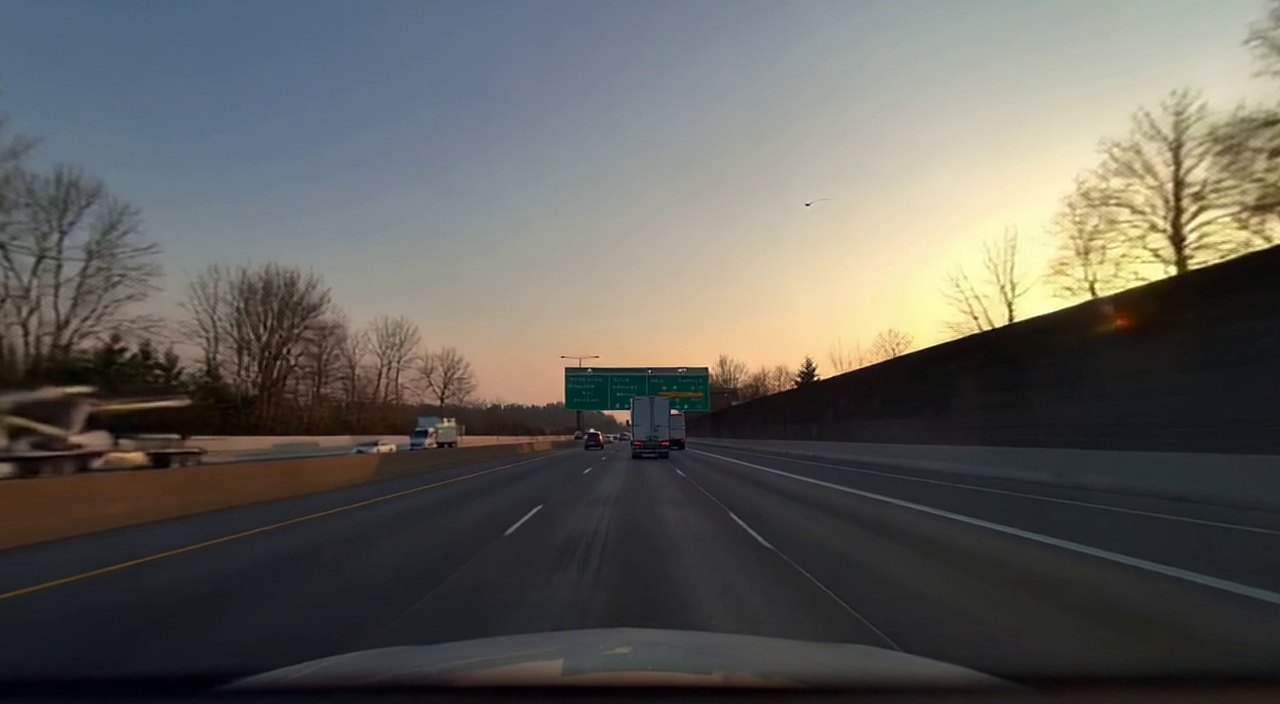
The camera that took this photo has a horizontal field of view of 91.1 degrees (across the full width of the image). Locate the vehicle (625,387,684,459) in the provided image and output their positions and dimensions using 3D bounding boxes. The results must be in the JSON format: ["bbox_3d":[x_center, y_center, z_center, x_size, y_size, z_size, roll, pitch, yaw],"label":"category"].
[{"bbox_3d":[0.604,5.083,43.301,2.965,3.972,16.689,0,-8,-2],"label":"vehicle"}]

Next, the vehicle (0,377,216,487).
[{"bbox_3d":[-25.848,3.739,29.011,2.952,4.139,14.015,0,-8,-1],"label":"vehicle"}]
